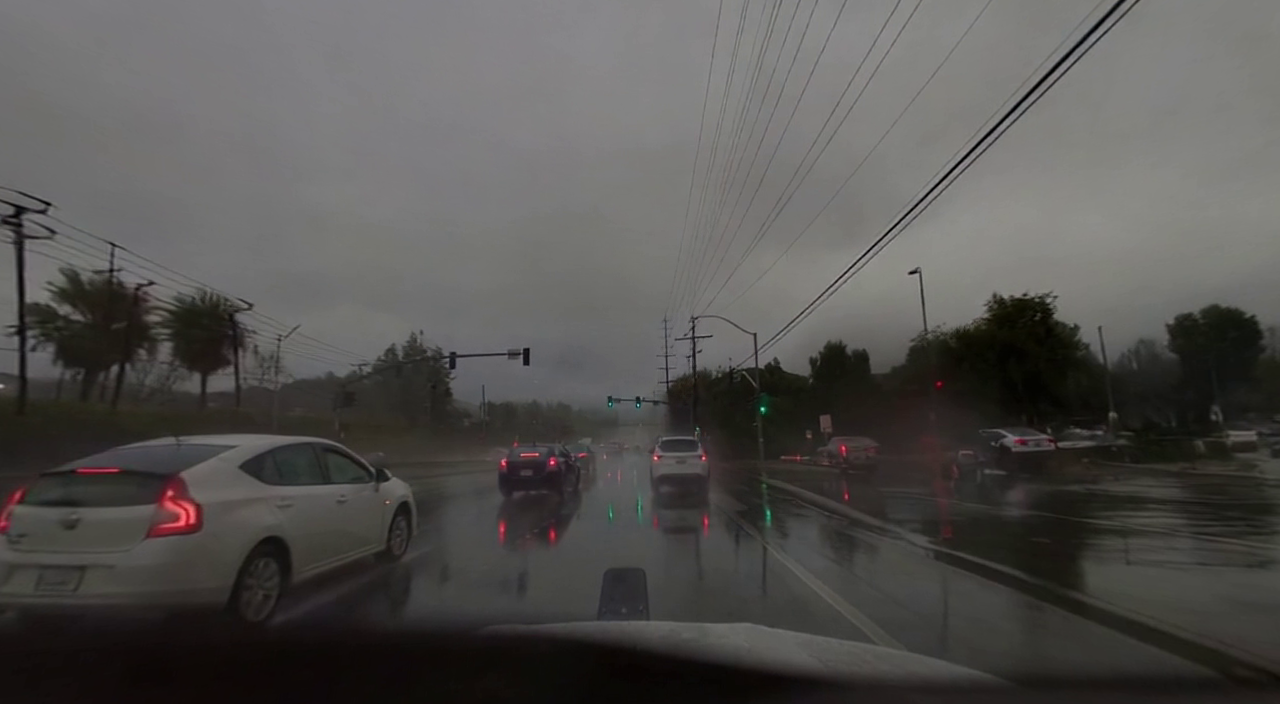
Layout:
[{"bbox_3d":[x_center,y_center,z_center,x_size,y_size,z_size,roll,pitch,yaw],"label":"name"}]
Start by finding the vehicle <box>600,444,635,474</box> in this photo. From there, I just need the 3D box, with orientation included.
[{"bbox_3d":[-1.367,6.662,39.556,1.788,1.773,3.731,-1,-9,5],"label":"vehicle"}]

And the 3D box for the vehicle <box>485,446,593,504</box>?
[{"bbox_3d":[-2.712,3.440,18.089,2.105,1.436,4.311,-1,-9,4],"label":"vehicle"}]

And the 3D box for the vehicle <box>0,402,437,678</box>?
[{"bbox_3d":[-3.765,1.450,6.046,2.018,1.621,4.441,0,-9,2],"label":"vehicle"}]

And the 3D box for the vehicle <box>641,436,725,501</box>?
[{"bbox_3d":[1.209,3.360,18.569,2.205,1.691,3.937,-1,-9,2],"label":"vehicle"}]
